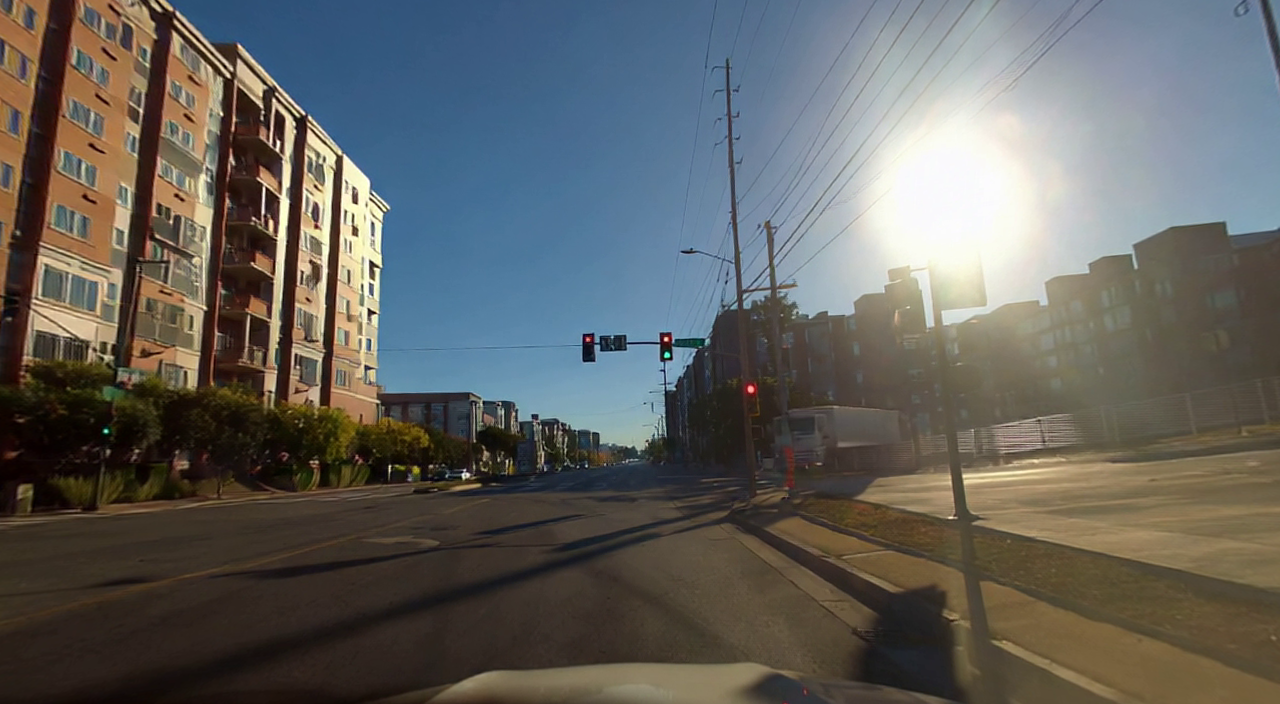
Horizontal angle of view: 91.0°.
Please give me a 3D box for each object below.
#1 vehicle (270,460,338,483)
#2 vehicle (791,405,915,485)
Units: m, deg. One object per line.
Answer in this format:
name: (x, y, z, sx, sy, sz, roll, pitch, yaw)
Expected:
vehicle: (-24.667, 8.791, 46.291, 3.882, 1.600, 1.768, 0, -9, 2)
vehicle: (9.689, 4.170, 28.106, 2.948, 3.071, 7.295, -6, -11, 36)
